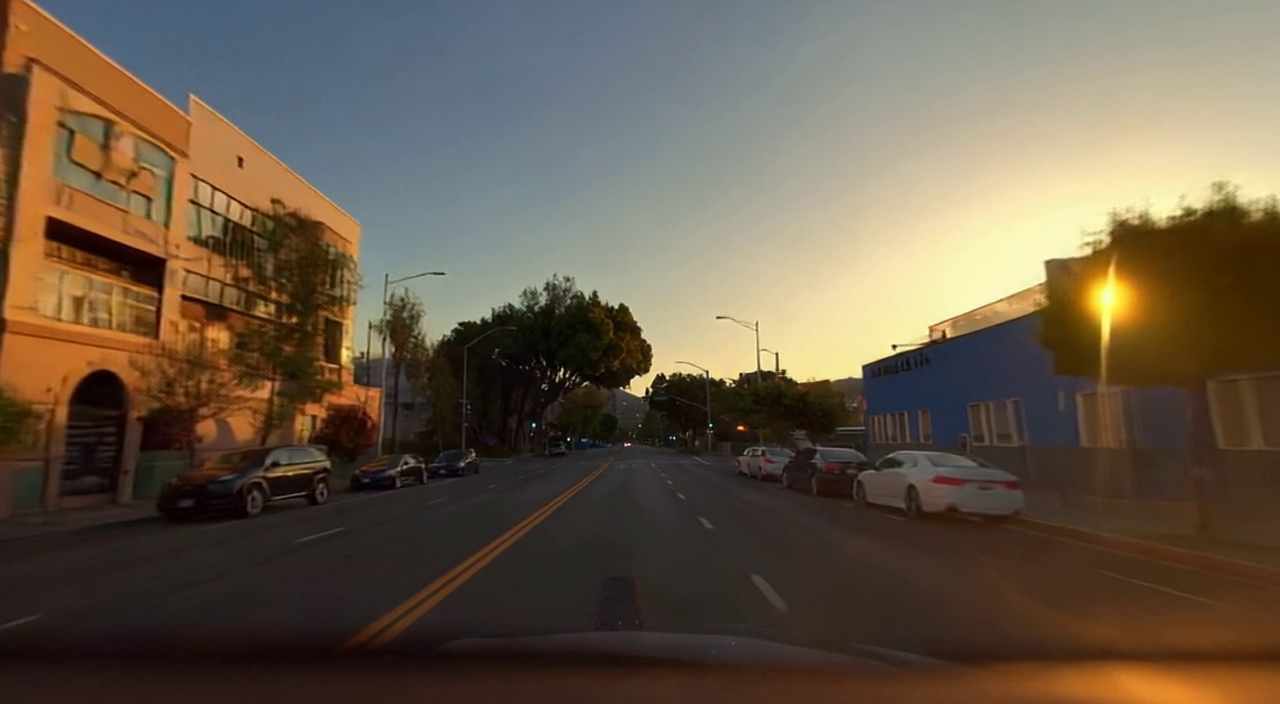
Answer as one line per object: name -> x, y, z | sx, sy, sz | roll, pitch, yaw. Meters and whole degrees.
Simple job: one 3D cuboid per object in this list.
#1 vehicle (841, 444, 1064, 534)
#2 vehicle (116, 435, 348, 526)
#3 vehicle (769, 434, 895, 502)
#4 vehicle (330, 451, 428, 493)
vehicle -> 6.137, 2.700, 13.309 | 2.038, 1.482, 4.994 | 0, -8, -2
vehicle -> -9.856, 3.086, 16.047 | 2.228, 1.863, 5.407 | -1, -8, 1
vehicle -> 5.732, 3.502, 19.703 | 2.227, 1.811, 5.172 | 0, -8, -1
vehicle -> -10.193, 4.688, 25.092 | 1.953, 1.387, 4.529 | 0, -8, 0
